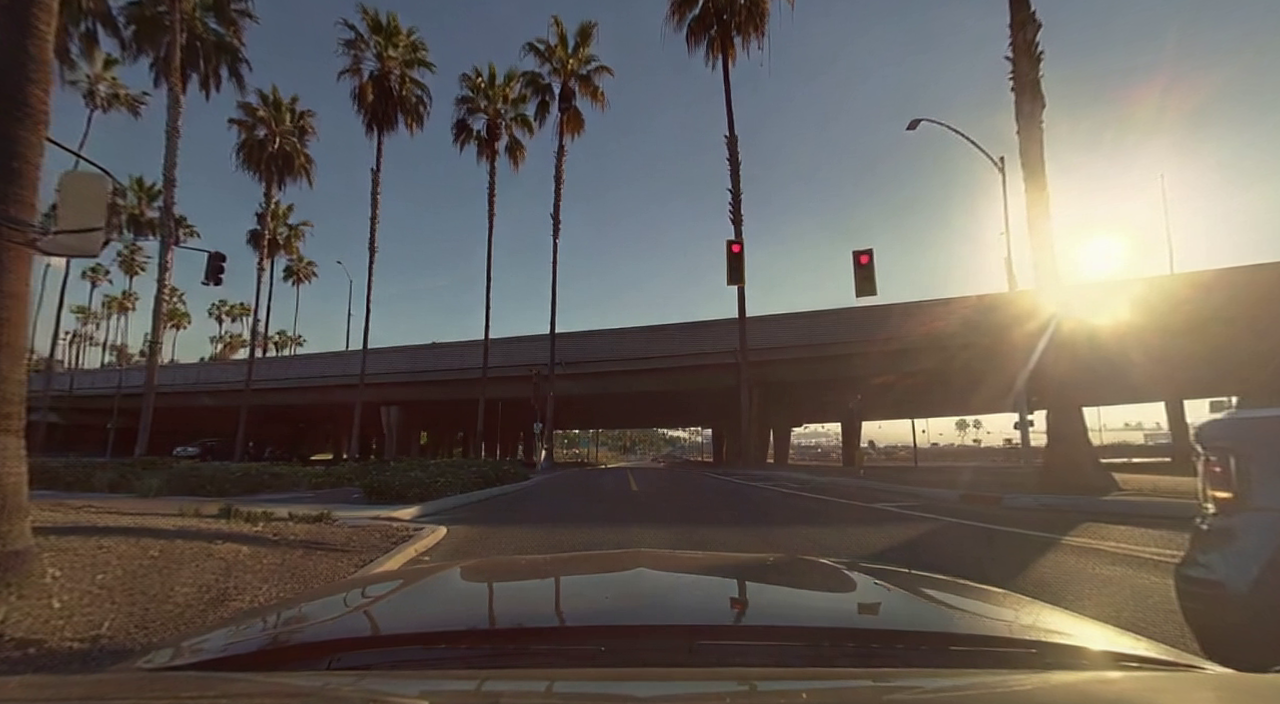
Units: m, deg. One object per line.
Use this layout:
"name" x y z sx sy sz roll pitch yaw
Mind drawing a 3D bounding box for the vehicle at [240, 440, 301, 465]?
"vehicle" -26.272 7.152 44.906 1.941 1.631 4.017 0 -9 0

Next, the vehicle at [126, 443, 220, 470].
"vehicle" -26.561 5.956 36.006 1.830 1.443 4.551 0 -9 1

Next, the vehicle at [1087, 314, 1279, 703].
"vehicle" 3.452 0.531 0.974 2.028 1.770 4.737 0 -9 1
